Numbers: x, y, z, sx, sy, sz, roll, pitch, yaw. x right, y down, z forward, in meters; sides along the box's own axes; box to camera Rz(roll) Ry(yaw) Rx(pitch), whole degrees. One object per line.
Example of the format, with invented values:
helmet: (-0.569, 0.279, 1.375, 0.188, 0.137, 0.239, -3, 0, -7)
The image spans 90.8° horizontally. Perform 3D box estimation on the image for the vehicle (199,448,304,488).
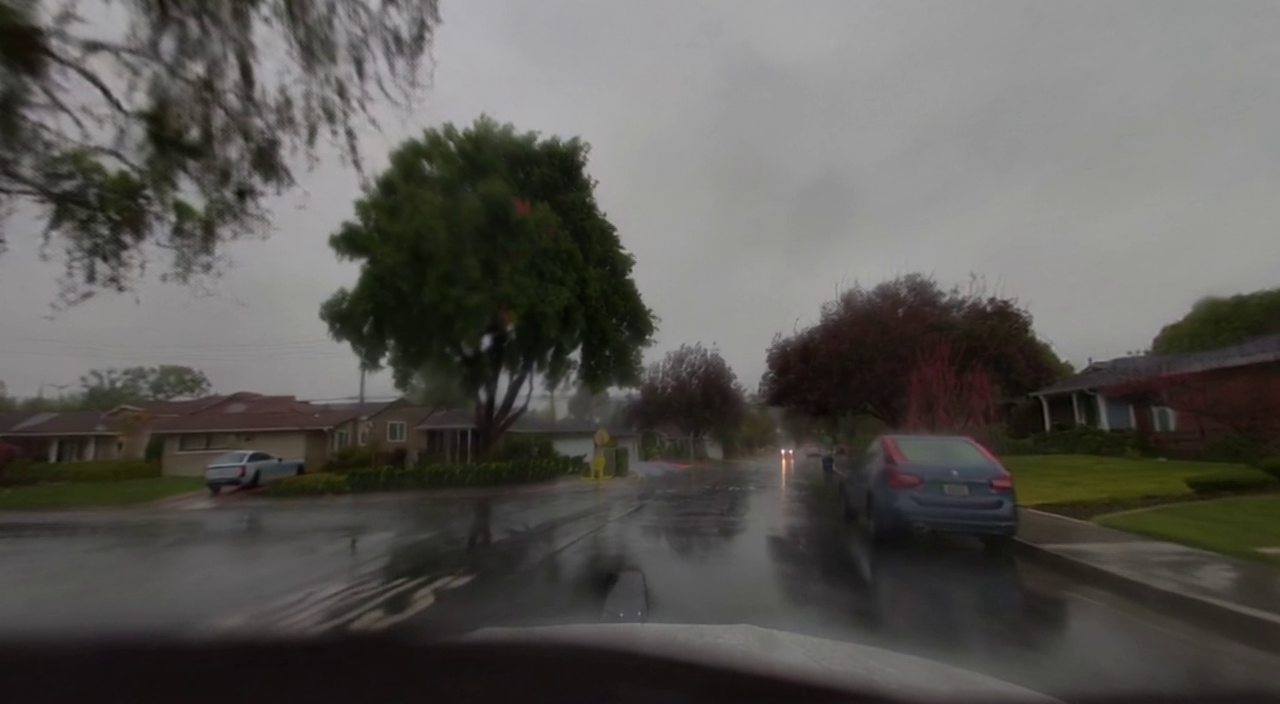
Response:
vehicle: (-18.729, 5.592, 30.740, 2.021, 1.798, 4.491, -1, -9, 3)

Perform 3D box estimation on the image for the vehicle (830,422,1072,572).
vehicle: (4.336, 2.072, 9.754, 2.053, 1.737, 4.375, -1, -9, 9)
